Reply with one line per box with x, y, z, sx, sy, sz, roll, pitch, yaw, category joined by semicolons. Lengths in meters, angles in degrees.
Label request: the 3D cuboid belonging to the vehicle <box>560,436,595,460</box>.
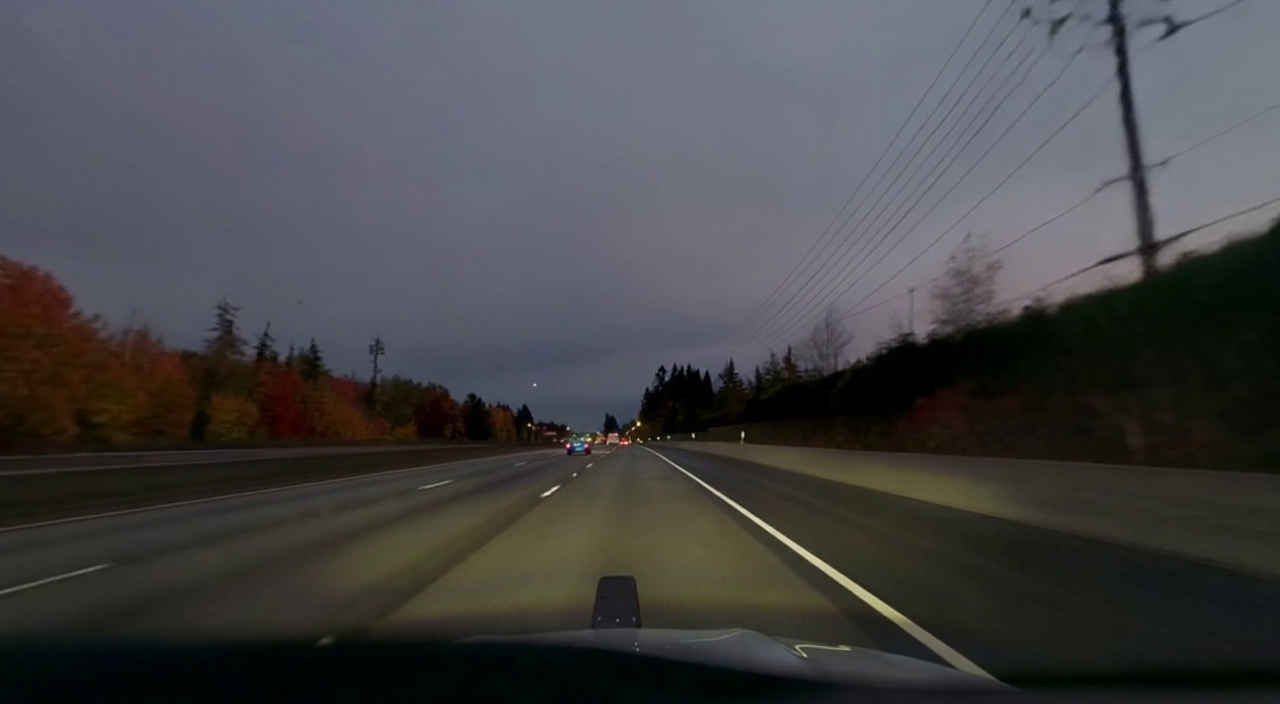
-4.207;6.511;42.885;2.025;1.475;4.379;0;-8;-2;vehicle
